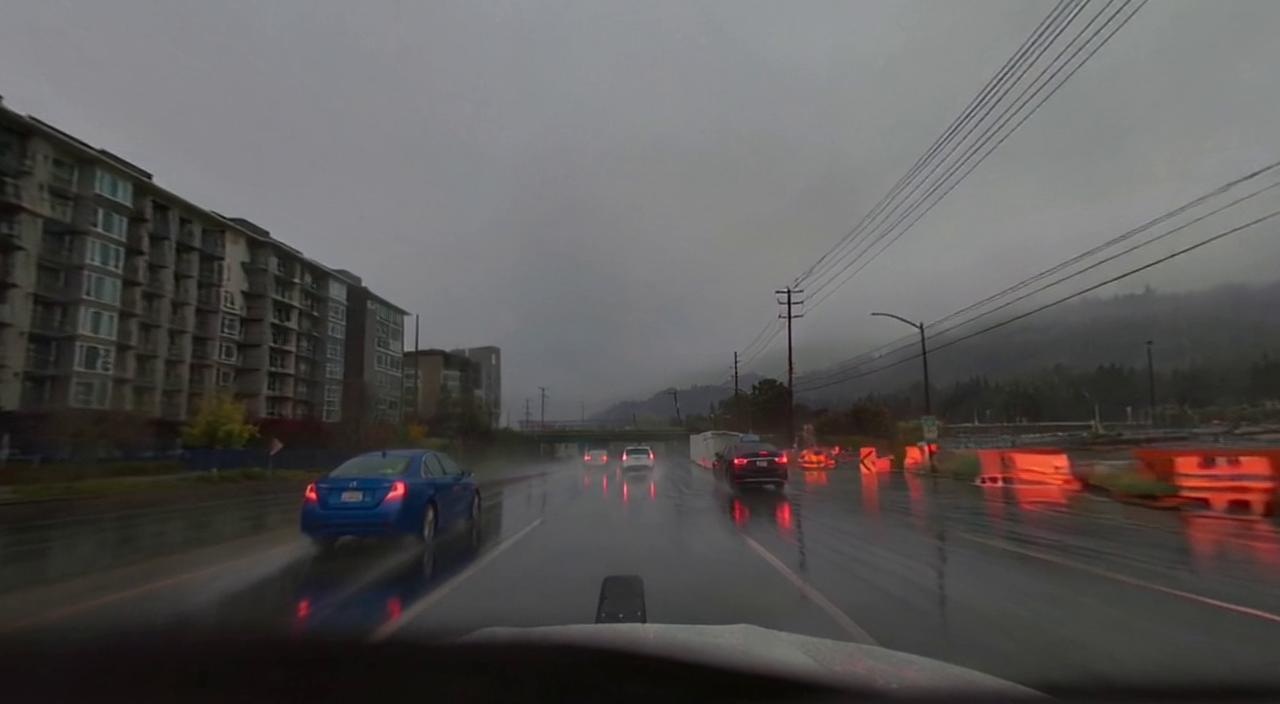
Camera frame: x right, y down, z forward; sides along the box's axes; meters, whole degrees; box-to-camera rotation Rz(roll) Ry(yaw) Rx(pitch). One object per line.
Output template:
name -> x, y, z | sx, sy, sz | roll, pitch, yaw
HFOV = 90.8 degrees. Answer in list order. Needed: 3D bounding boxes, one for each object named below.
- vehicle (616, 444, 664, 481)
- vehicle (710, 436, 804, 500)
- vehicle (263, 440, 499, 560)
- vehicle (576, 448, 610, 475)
vehicle -> -0.033, 5.585, 32.156 | 2.291, 1.714, 4.217 | 0, -8, -1
vehicle -> 3.538, 3.590, 20.003 | 2.029, 1.797, 4.218 | 0, -8, -2
vehicle -> -3.715, 2.164, 10.047 | 1.968, 1.473, 4.209 | 0, -8, 0
vehicle -> -3.476, 8.121, 47.176 | 2.190, 1.832, 4.417 | 0, -8, 0
